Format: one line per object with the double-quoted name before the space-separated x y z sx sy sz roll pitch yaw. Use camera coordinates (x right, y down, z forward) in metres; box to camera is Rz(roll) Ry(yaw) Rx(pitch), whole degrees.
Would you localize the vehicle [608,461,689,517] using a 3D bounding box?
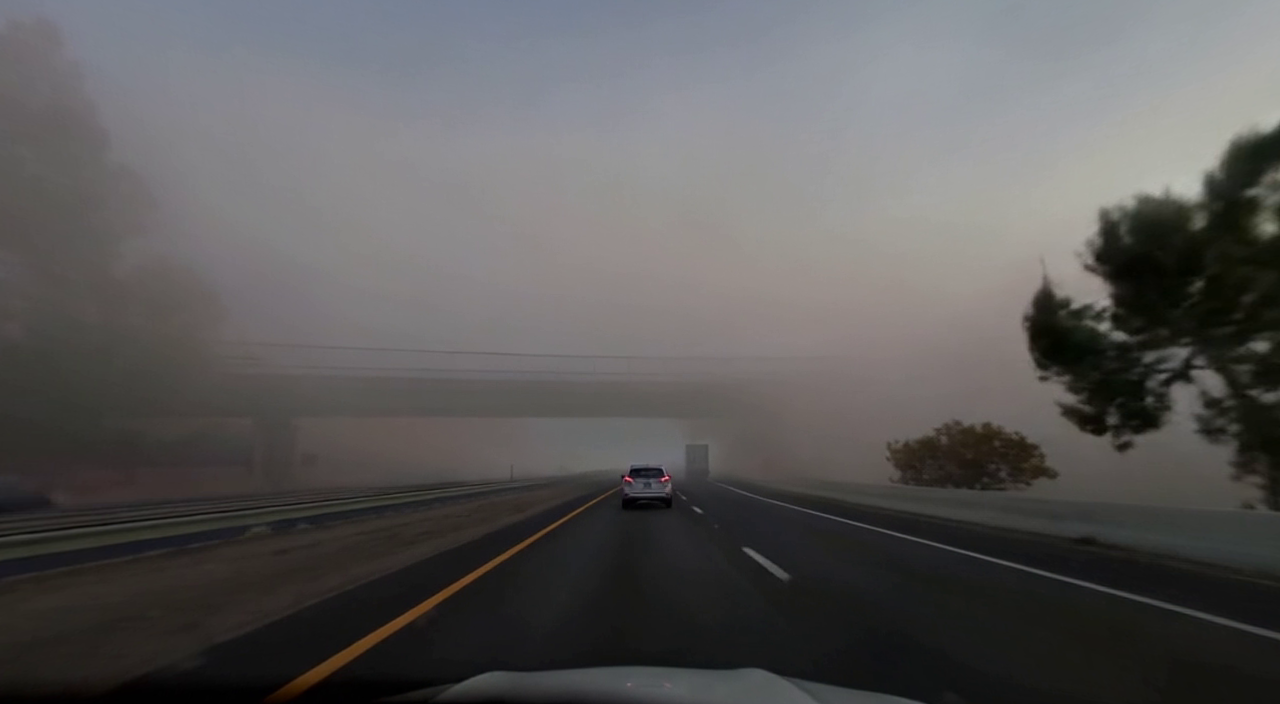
"vehicle" 0.224 4.022 18.695 2.156 1.444 3.762 1 -11 0
